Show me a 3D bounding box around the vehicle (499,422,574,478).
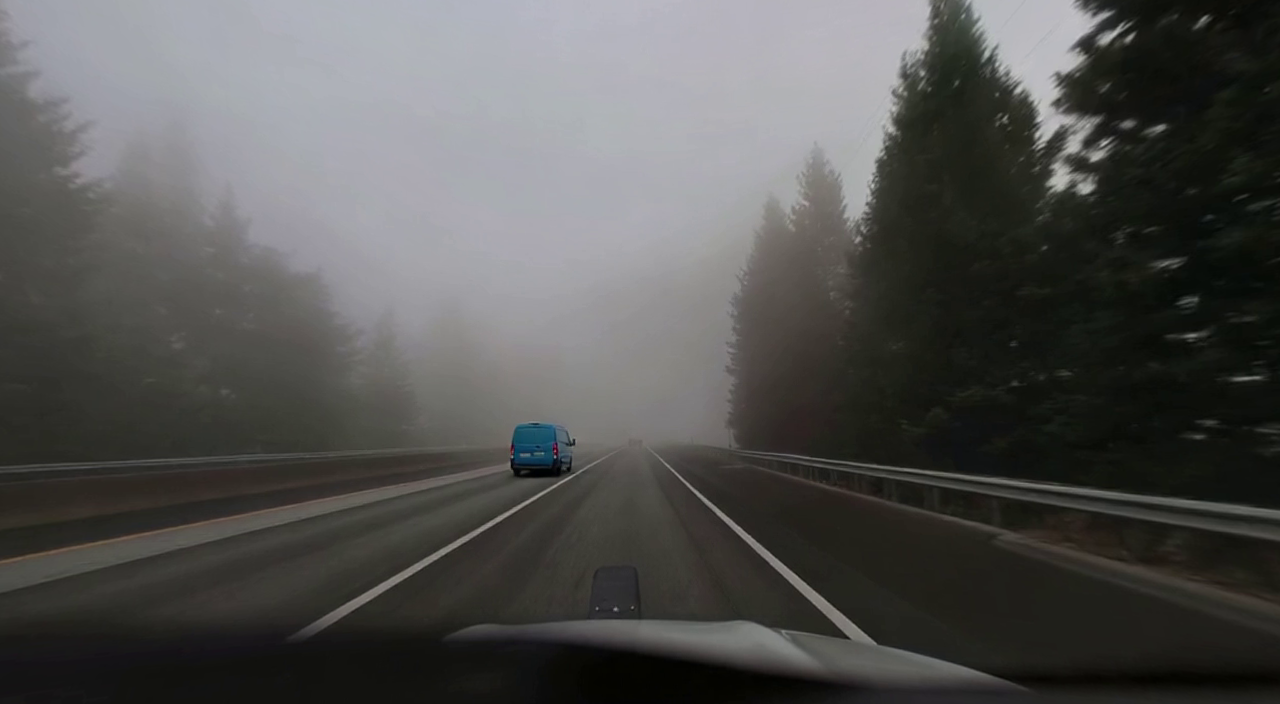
[{"bbox_3d":[-3.749,3.647,23.638,2.041,1.856,4.353,0,-8,0],"label":"vehicle"}]
